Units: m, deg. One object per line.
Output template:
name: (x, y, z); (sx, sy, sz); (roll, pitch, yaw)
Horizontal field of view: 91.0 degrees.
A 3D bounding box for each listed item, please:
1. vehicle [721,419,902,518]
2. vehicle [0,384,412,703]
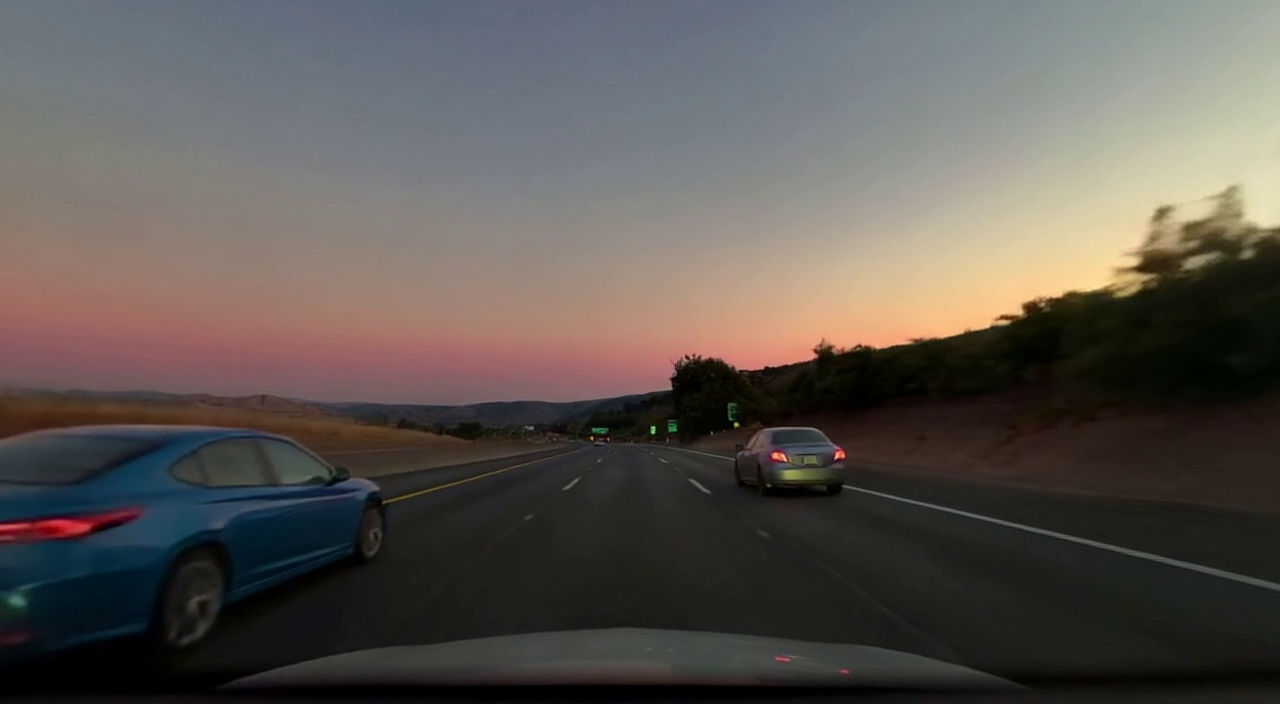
vehicle: (3.176, 2.274, 12.801); (2.349, 1.651, 4.161); (0, -8, -2)
vehicle: (-3.700, 1.256, 4.962); (2.206, 1.604, 4.374); (0, -8, -1)
